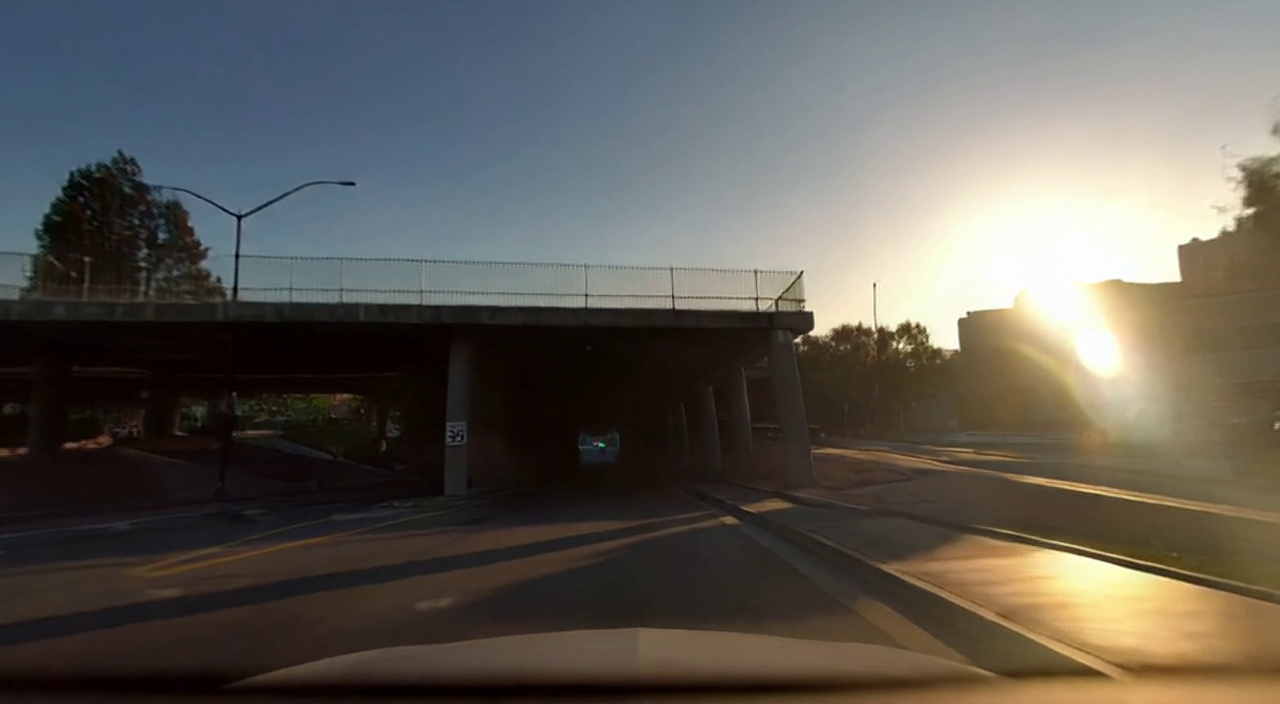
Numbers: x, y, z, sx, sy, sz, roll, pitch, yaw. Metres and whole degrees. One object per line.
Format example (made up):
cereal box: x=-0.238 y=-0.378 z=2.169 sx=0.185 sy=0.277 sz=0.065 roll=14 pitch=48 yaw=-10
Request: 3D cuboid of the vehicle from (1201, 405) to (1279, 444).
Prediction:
vehicle: x=25.298 y=2.933 z=25.165 sx=1.931 sy=1.465 sz=4.207 roll=0 pitch=-8 yaw=-2
